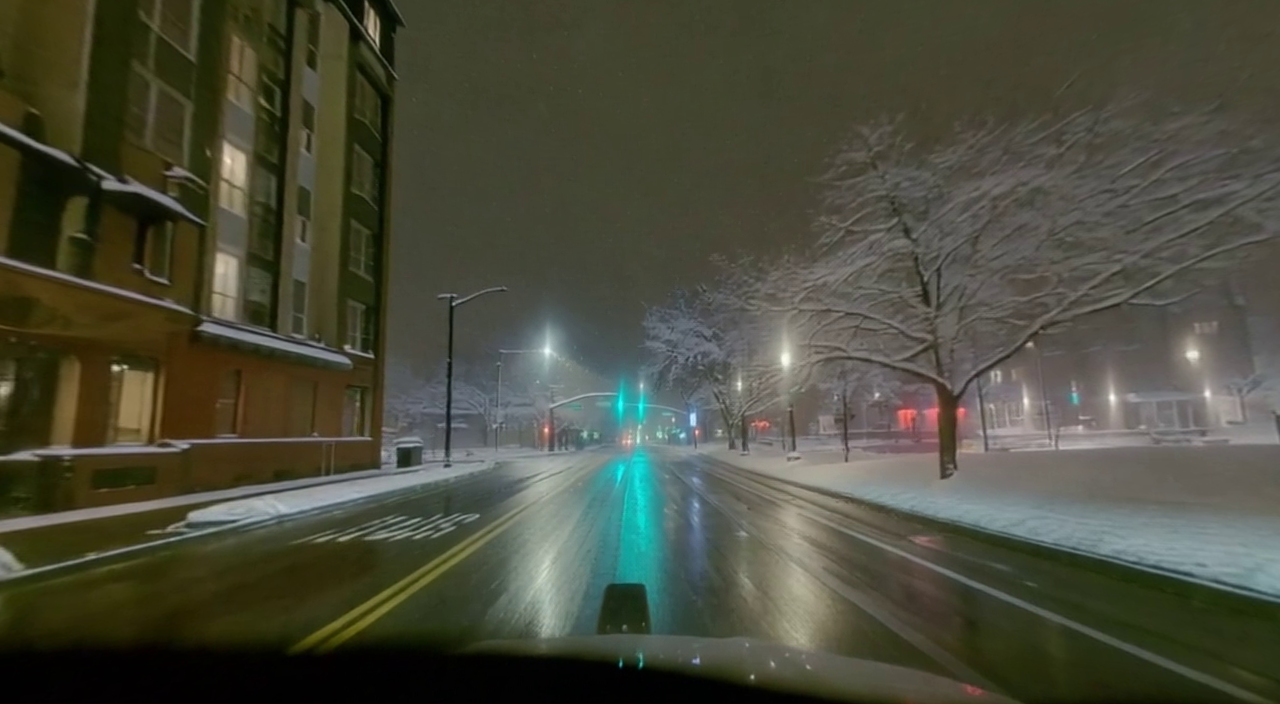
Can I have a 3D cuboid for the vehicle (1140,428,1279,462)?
[{"bbox_3d":[31.680,5.149,34.919,1.981,1.712,5.765,6,-11,-38],"label":"vehicle"}]
